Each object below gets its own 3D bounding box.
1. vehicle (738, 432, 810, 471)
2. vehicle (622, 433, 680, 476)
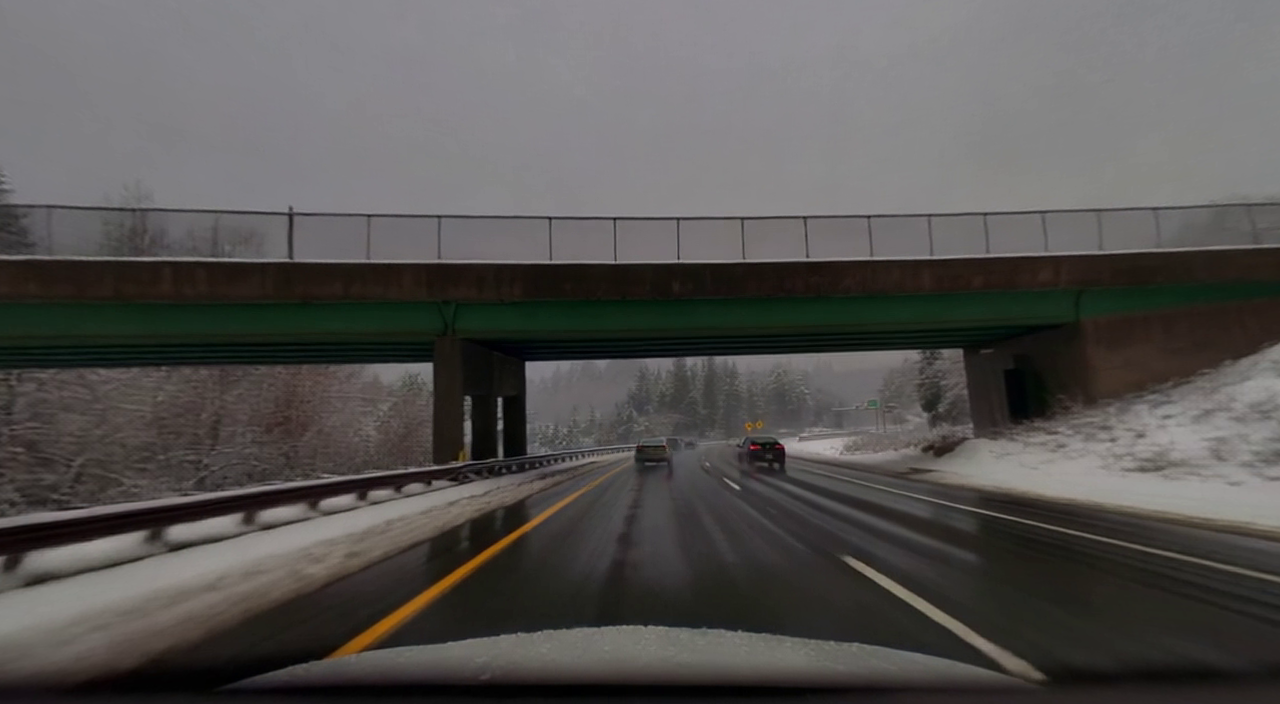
[{"bbox_3d":[5.496,4.150,26.488,2.163,1.489,4.470,0,-8,2],"label":"vehicle"},{"bbox_3d":[0.479,3.815,23.695,1.993,1.461,3.812,-1,-8,3],"label":"vehicle"}]
